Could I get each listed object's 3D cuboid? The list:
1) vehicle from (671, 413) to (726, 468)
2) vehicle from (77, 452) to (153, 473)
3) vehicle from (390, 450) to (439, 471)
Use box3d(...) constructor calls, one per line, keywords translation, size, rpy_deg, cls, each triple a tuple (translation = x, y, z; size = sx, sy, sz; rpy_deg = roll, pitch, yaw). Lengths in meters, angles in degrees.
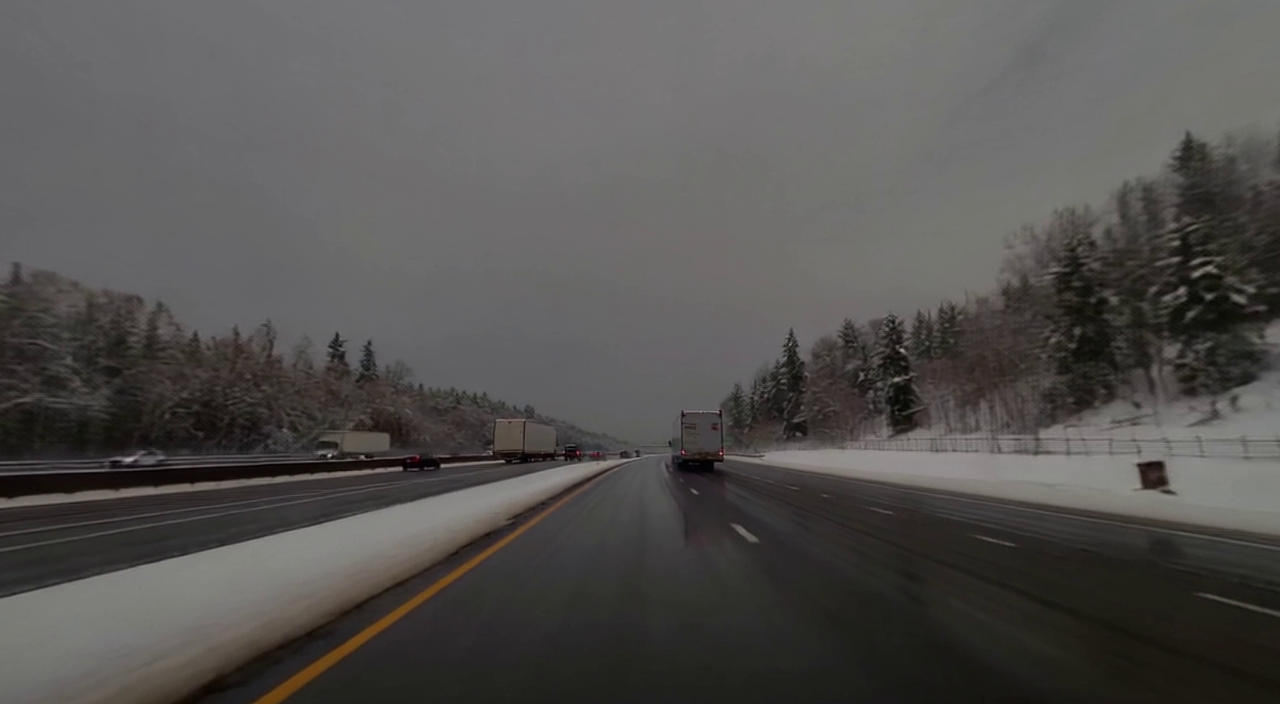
box3d(translation=(4.224, 6.956, 48.847), size=(2.928, 3.595, 13.975), rpy_deg=(0, -9, 0), cls="vehicle")
box3d(translation=(-39.658, 8.319, 47.770), size=(1.771, 1.472, 4.427), rpy_deg=(-1, -9, 3), cls="vehicle")
box3d(translation=(-16.230, 7.807, 45.563), size=(1.833, 1.438, 4.011), rpy_deg=(-1, -9, 4), cls="vehicle")
